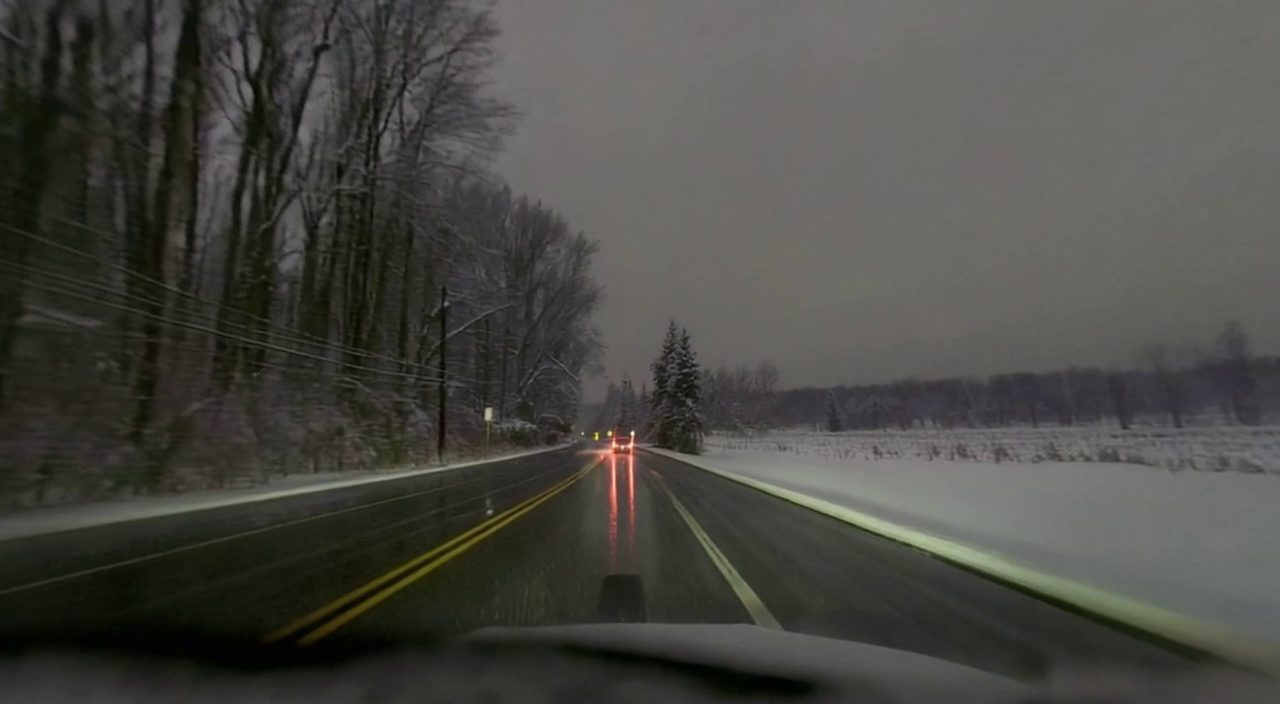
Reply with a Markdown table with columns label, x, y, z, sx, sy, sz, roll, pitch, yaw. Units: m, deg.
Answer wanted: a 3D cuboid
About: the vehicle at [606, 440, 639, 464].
| label | x | y | z | sx | sy | sz | roll | pitch | yaw |
| --- | --- | --- | --- | --- | --- | --- | --- | --- | --- |
| vehicle | -1.162 | 6.564 | 41.524 | 2.042 | 1.489 | 3.963 | 0 | -9 | -2 |
